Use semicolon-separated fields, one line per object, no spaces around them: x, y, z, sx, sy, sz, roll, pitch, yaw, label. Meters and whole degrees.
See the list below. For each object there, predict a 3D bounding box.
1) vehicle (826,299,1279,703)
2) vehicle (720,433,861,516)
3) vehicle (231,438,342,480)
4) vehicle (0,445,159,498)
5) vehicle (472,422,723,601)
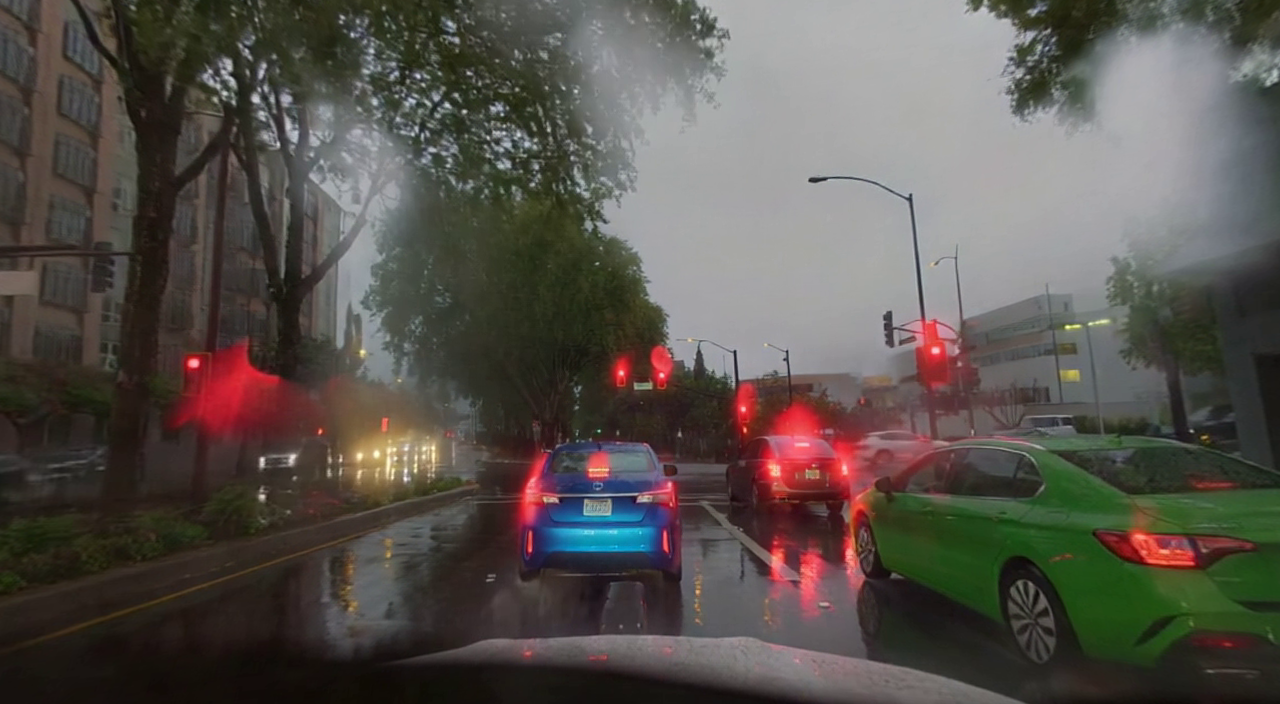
3.575;1.110;5.053;2.572;1.945;5.065;0;-8;0;vehicle
3.155;2.667;14.321;2.026;1.549;4.559;0;-8;-1;vehicle
-17.968;5.455;32.579;2.308;1.903;5.813;0;-8;1;vehicle
-21.403;4.455;24.108;2.233;1.782;4.862;0;-8;0;vehicle
-0.385;1.654;7.401;2.143;1.520;3.848;0;-8;-1;vehicle
